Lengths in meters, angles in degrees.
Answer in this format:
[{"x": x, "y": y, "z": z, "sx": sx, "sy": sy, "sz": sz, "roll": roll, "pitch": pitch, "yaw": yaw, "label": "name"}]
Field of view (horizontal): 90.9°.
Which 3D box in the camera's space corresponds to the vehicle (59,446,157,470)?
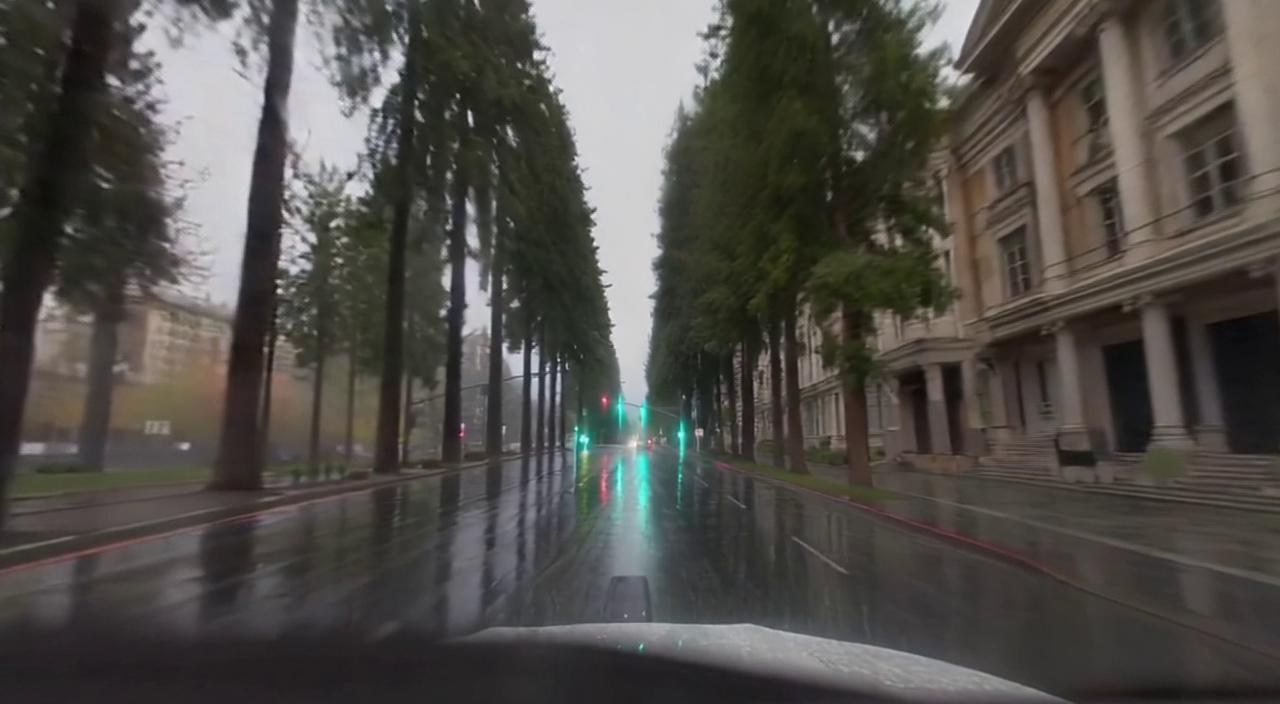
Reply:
[{"x": -32.525, "y": 6.482, "z": 38.620, "sx": 4.397, "sy": 1.454, "sz": 1.803, "roll": 0, "pitch": -9, "yaw": 2, "label": "vehicle"}]
